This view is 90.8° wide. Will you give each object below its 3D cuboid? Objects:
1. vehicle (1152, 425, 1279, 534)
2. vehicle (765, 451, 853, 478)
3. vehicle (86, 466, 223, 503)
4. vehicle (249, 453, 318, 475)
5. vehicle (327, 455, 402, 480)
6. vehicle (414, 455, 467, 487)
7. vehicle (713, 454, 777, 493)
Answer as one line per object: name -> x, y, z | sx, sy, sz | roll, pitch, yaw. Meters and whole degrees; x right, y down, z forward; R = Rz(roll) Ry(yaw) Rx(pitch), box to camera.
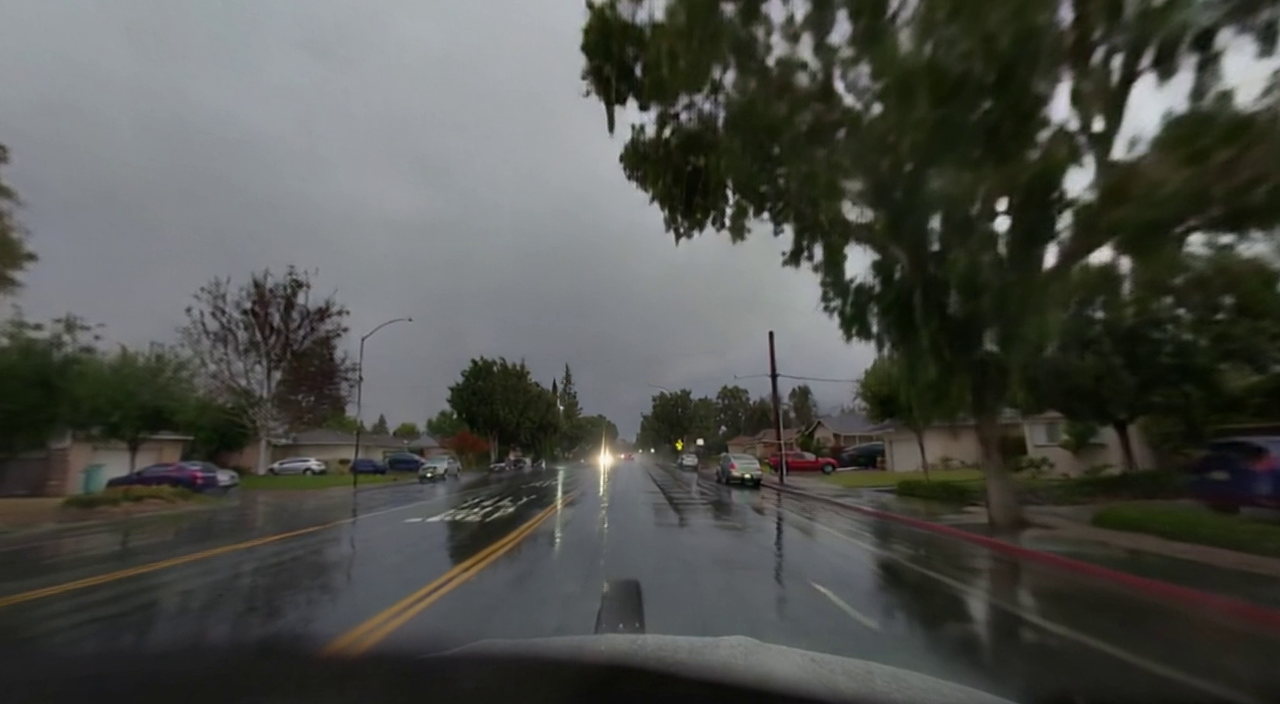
vehicle -> 11.198, 1.939, 9.948 | 4.596, 1.527, 1.858 | 0, -9, 0
vehicle -> 9.797, 6.555, 36.900 | 4.501, 1.502, 1.975 | 0, -9, -1
vehicle -> -21.596, 5.884, 28.265 | 4.413, 1.477, 2.100 | -1, -9, 1
vehicle -> -26.902, 8.480, 47.750 | 4.073, 1.502, 1.822 | -1, -9, -2
vehicle -> -20.649, 8.671, 47.495 | 4.744, 1.752, 2.008 | 1, -9, -7
vehicle -> -13.020, 7.768, 41.569 | 2.049, 1.782, 4.460 | -4, -8, 0
vehicle -> 4.396, 5.146, 27.090 | 1.970, 1.455, 4.233 | 0, -9, -1
